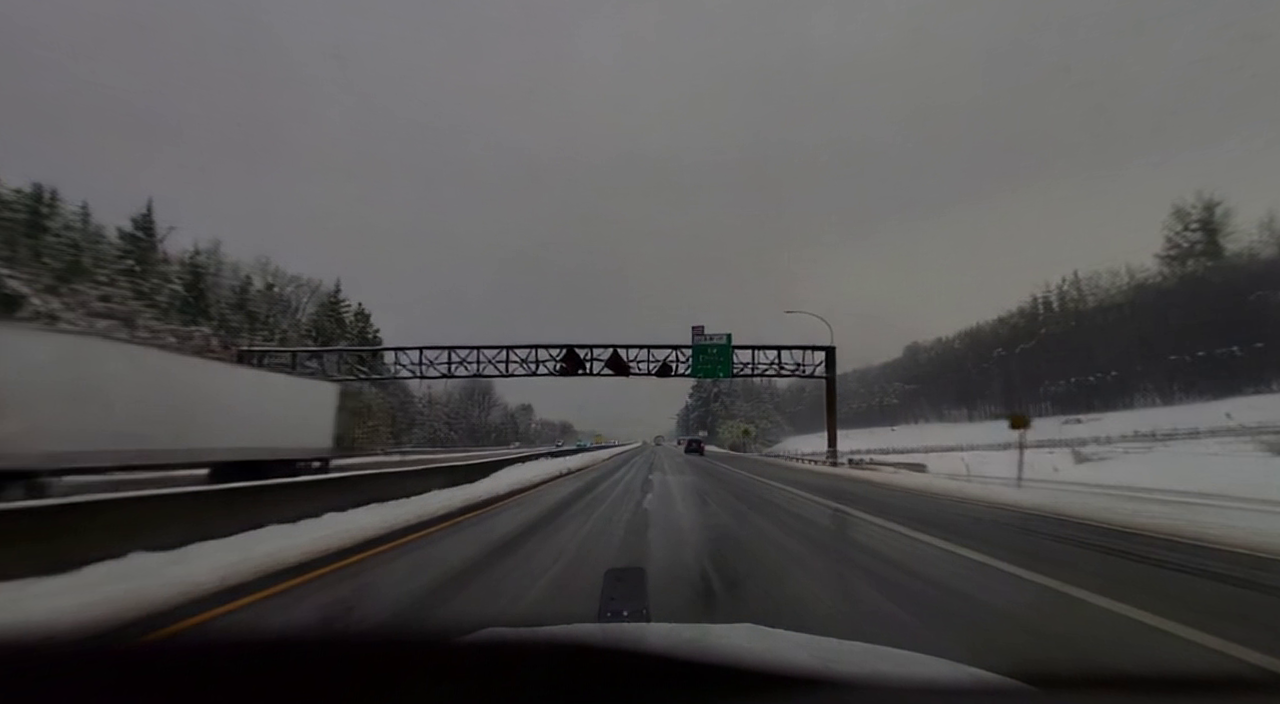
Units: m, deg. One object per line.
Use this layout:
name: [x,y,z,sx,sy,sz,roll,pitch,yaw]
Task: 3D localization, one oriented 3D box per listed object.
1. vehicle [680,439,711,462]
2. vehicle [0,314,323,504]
vehicle: [4.012,7.184,45.997,1.954,1.550,4.140,0,-8,1]
vehicle: [-15.135,2.071,19.384,2.880,4.103,14.302,0,-8,2]
